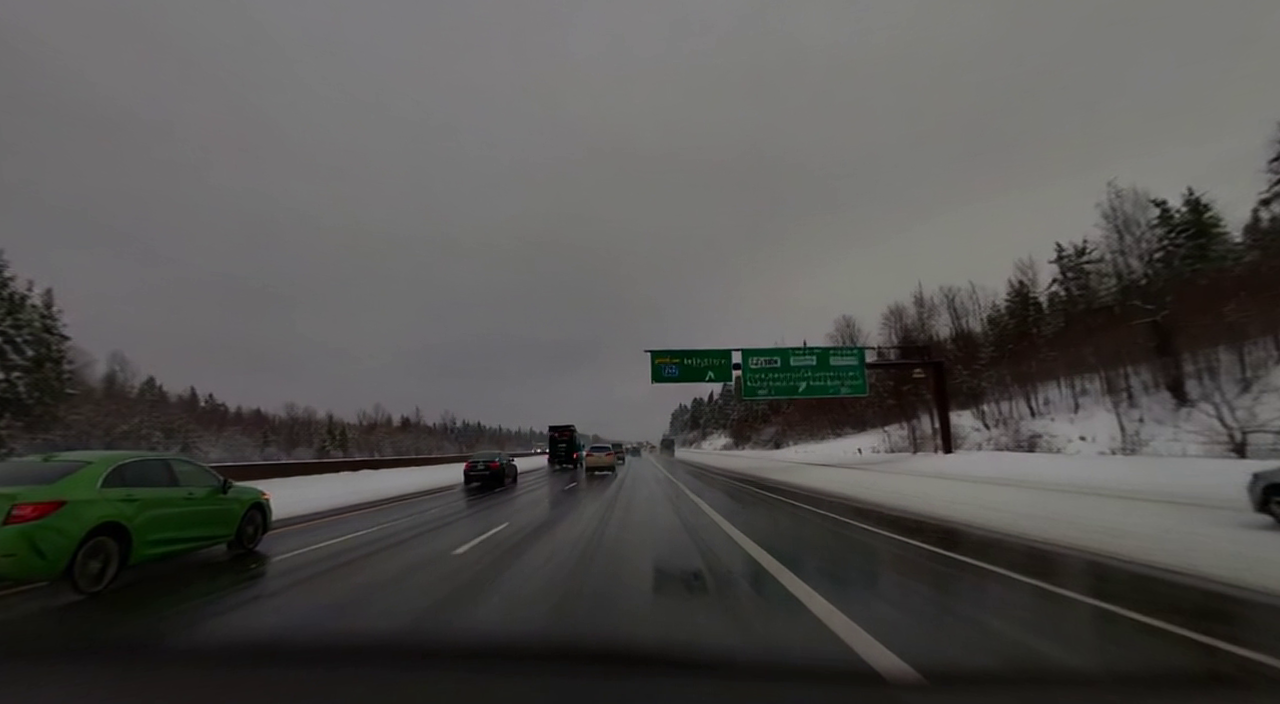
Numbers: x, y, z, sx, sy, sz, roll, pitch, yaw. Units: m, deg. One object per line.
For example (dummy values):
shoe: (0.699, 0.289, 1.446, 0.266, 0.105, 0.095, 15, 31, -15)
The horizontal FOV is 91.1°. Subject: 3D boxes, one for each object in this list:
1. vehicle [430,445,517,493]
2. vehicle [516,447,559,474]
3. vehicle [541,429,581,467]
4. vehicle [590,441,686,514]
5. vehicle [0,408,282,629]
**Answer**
vehicle: (-5.615, 3.982, 21.812, 1.892, 1.481, 4.180, 0, -9, 0)
vehicle: (-5.874, 6.266, 36.484, 1.814, 1.417, 3.860, 0, -9, 0)
vehicle: (-6.171, 7.633, 49.833, 2.326, 2.789, 5.971, 0, -9, 0)
vehicle: (-0.072, 2.825, 14.538, 1.940, 1.451, 3.512, 0, -9, -1)
vehicle: (-5.821, 1.495, 6.314, 2.058, 1.626, 4.118, 0, -9, -1)
